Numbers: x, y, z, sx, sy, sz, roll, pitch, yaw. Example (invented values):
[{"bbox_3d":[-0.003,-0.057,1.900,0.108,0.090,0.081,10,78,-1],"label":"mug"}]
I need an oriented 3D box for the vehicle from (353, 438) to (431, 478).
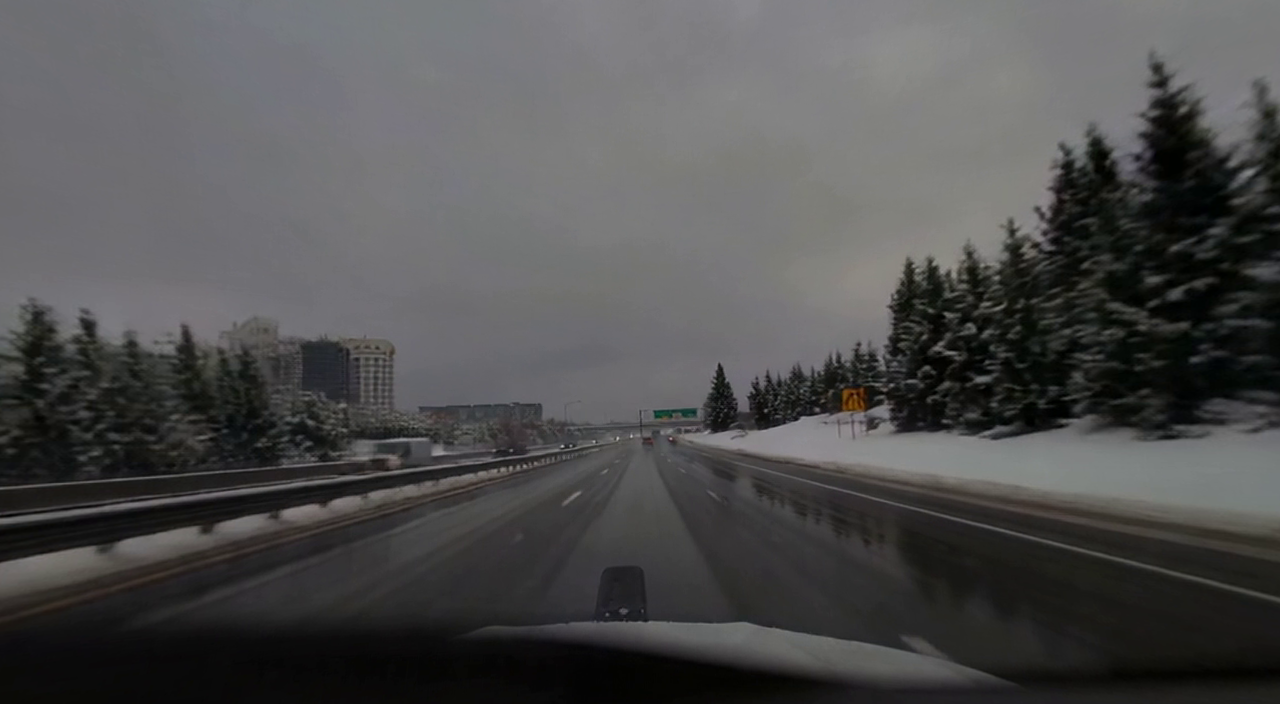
[{"bbox_3d":[-12.459,5.332,32.041,2.062,1.854,4.799,0,-8,-1],"label":"vehicle"}]
